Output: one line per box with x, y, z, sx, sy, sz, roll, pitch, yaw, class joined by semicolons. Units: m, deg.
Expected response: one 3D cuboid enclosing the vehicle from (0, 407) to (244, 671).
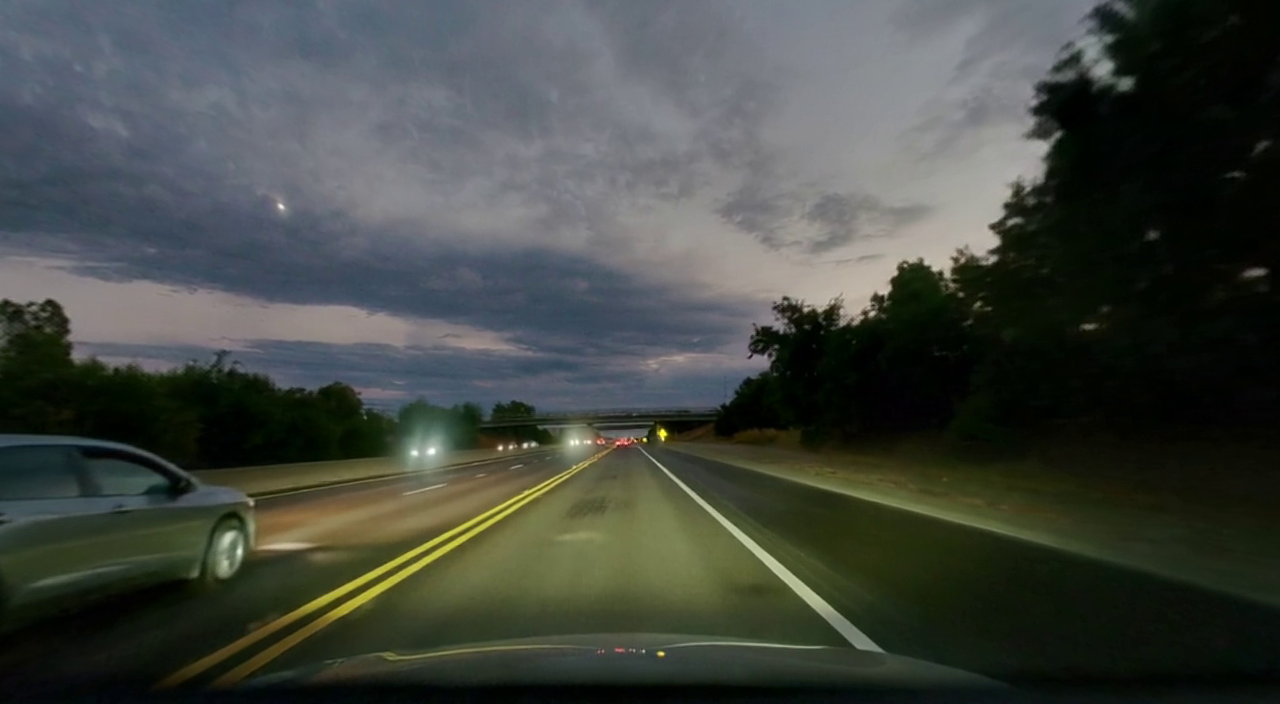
-4.691;1.124;3.955;1.965;1.513;3.774;0;-8;-1;vehicle
